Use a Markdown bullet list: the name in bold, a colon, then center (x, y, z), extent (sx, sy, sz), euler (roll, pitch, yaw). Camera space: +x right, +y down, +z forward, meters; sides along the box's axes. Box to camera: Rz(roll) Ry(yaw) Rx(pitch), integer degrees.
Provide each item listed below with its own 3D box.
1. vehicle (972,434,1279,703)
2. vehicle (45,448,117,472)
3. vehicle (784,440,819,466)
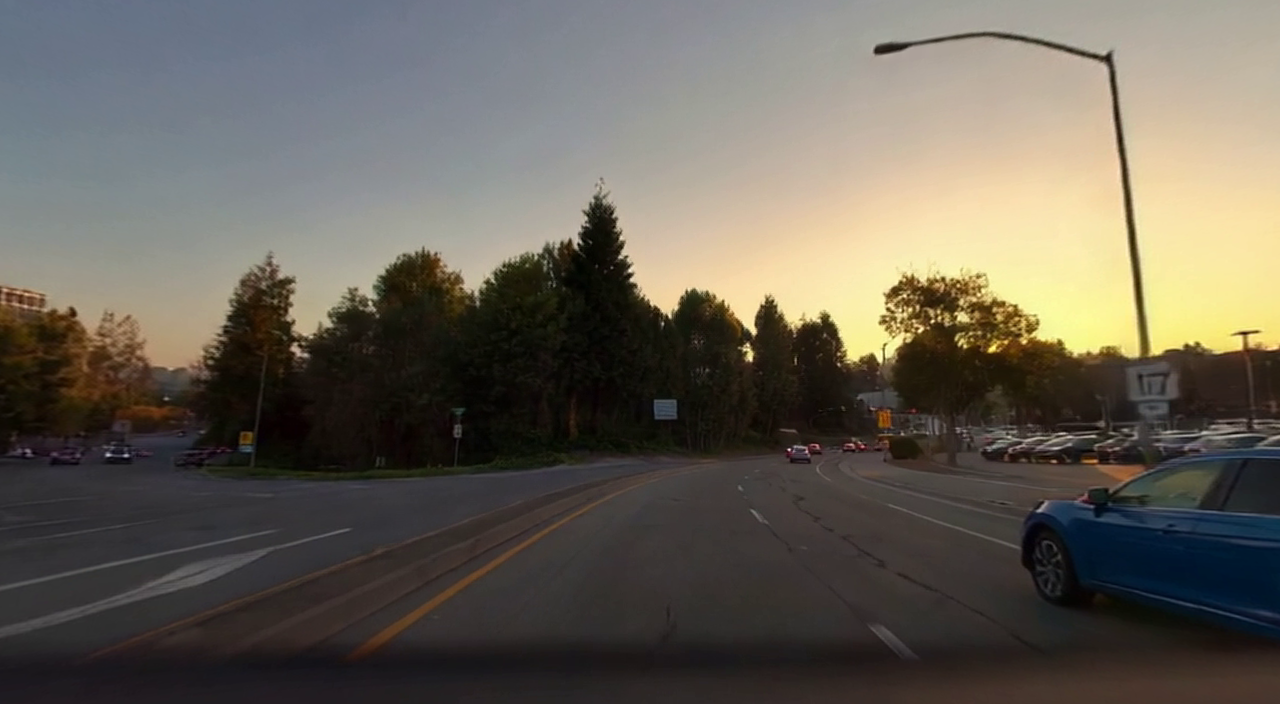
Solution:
- **vehicle**: center (4.353, 1.302, 4.131), extent (1.938, 1.466, 4.434), euler (0, -9, 0)
- **vehicle**: center (-36.284, 6.994, 41.039), extent (1.779, 1.458, 4.279), euler (3, -9, -16)
- **vehicle**: center (11.815, 7.339, 45.885), extent (2.311, 1.715, 4.287), euler (-2, -9, 16)
